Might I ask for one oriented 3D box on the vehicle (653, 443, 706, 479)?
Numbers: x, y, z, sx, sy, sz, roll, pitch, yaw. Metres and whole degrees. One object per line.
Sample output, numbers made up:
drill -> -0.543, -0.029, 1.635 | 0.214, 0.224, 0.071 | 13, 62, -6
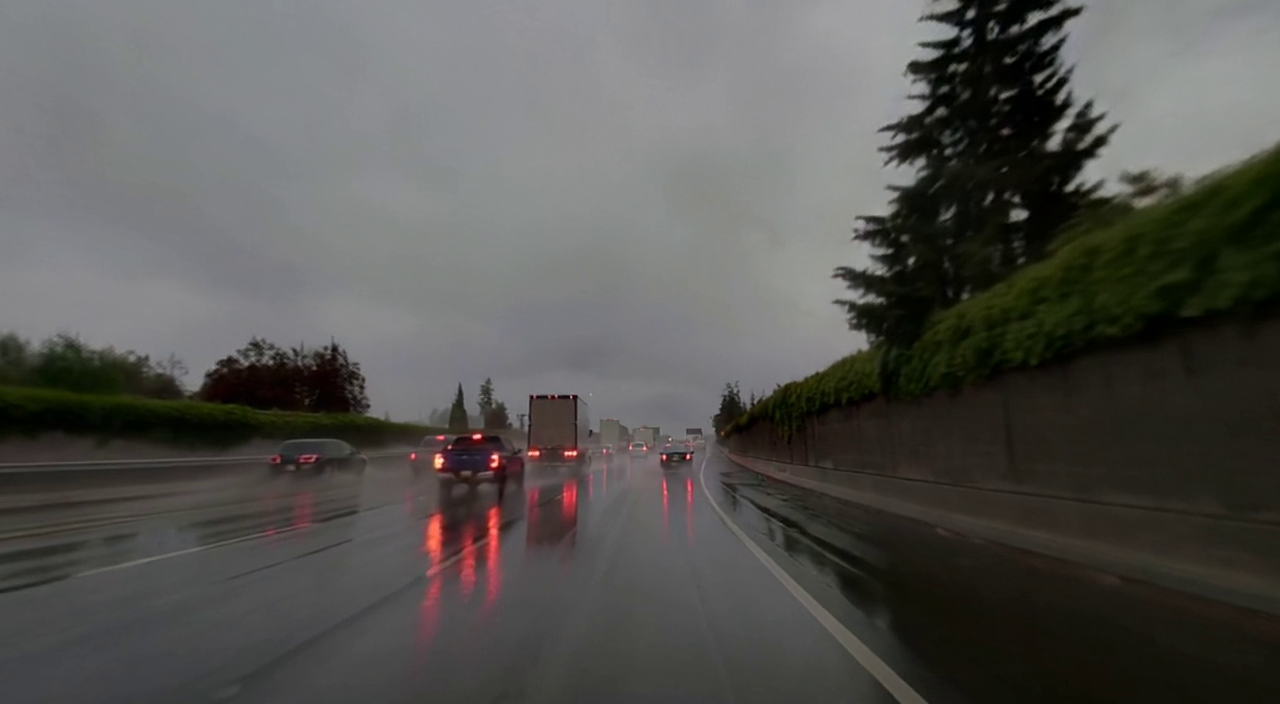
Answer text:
vehicle -> 1.739, 4.768, 27.894 | 2.176, 1.493, 3.955 | -1, -8, 3

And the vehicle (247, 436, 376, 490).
vehicle -> -11.583, 3.913, 22.706 | 2.073, 1.722, 4.664 | 0, -8, 1

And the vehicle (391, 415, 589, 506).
vehicle -> -3.867, 3.465, 21.318 | 3.050, 1.964, 15.030 | 0, -8, 0
